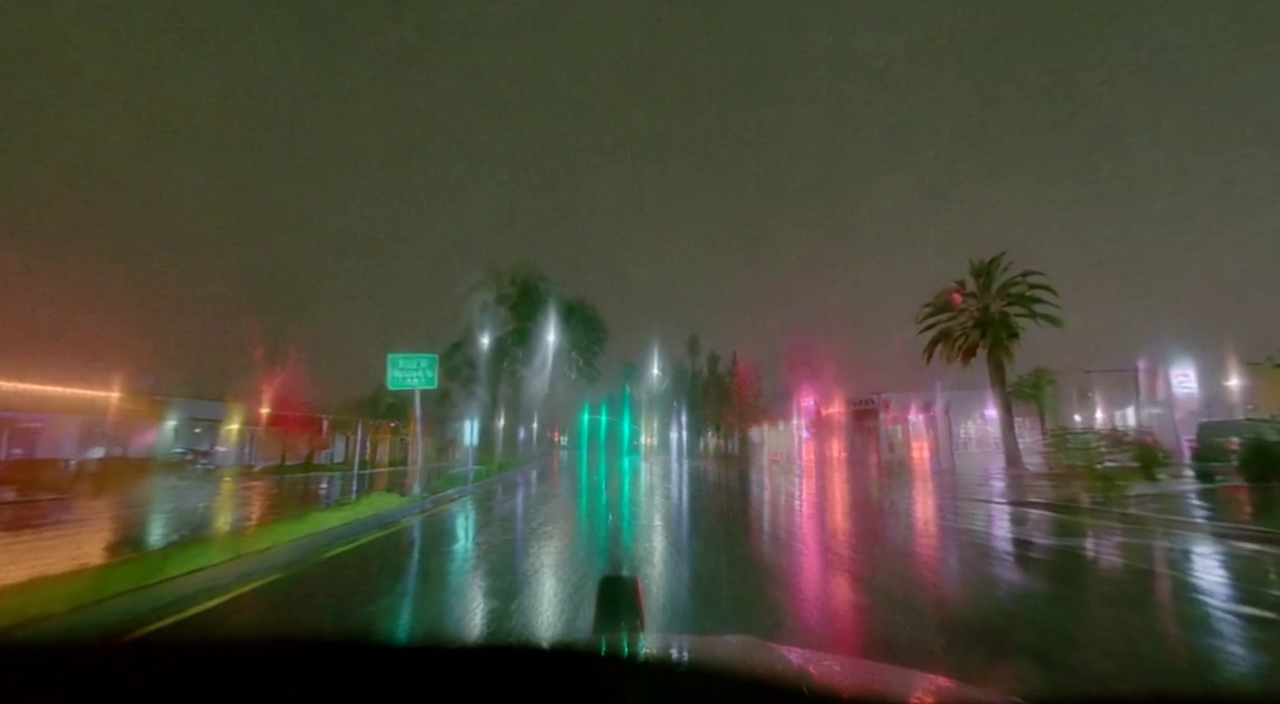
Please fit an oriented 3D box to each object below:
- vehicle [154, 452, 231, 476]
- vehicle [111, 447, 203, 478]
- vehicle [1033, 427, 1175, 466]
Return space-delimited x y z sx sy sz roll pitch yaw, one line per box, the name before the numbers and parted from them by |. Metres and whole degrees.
vehicle | -30.174 7.540 42.774 1.945 1.444 4.428 -4 -9 1
vehicle | -33.140 7.541 43.606 2.236 1.982 5.467 0 -8 -4
vehicle | 18.665 3.794 25.510 4.382 1.463 1.869 1 -9 -6
